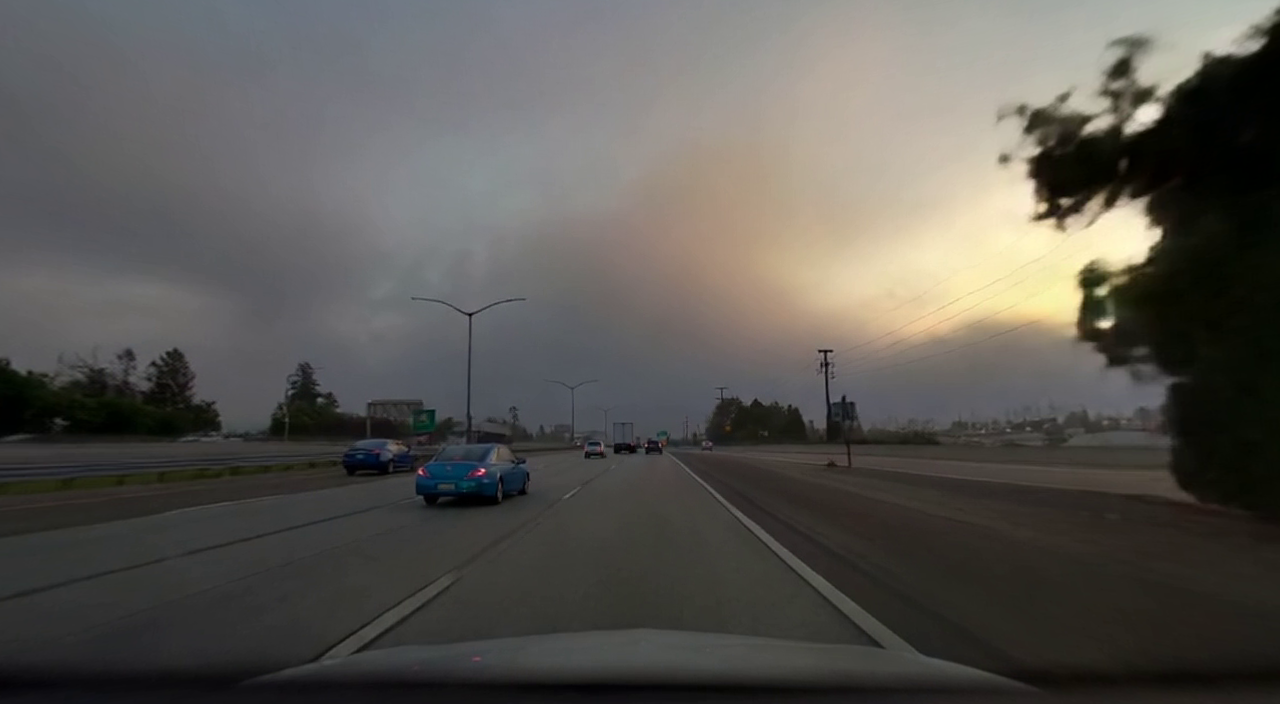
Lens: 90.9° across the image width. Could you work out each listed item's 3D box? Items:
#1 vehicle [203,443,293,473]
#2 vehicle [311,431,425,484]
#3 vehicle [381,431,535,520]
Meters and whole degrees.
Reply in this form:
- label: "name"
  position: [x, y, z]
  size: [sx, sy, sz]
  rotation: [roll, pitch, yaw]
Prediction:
- label: "vehicle"
  position: [-22.429, 6.067, 36.366]
  size: [1.928, 1.563, 4.820]
  rotation: [-1, -8, 3]
- label: "vehicle"
  position: [-10.253, 3.994, 24.317]
  size: [2.044, 1.810, 5.016]
  rotation: [-1, -8, 2]
- label: "vehicle"
  position: [-3.476, 2.417, 12.854]
  size: [1.953, 1.511, 3.704]
  rotation: [-1, -8, 1]
